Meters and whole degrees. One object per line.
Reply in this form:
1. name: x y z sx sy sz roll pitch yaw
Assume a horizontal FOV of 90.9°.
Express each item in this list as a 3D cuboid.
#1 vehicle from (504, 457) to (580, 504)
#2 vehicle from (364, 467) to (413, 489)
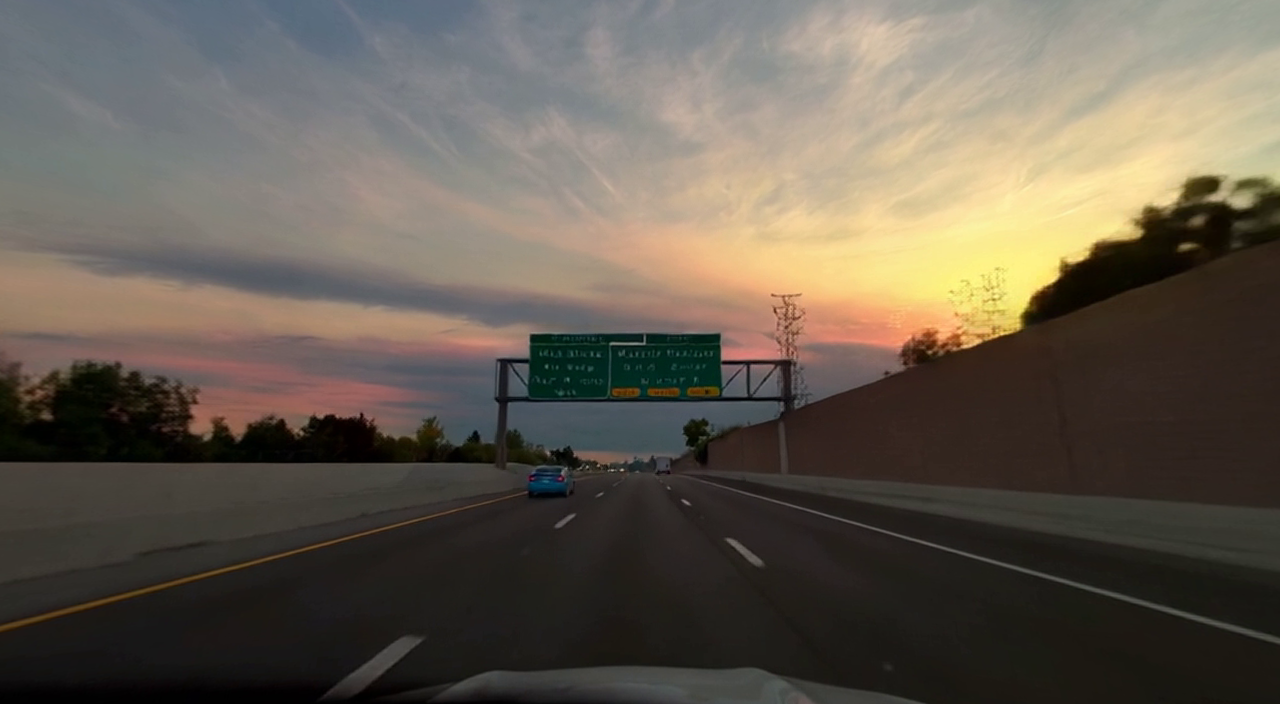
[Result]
1. vehicle: -3.498 4.710 23.355 2.045 1.487 4.582 1 -10 0
2. vehicle: -17.940 9.006 45.123 1.751 1.433 4.152 1 -10 1
